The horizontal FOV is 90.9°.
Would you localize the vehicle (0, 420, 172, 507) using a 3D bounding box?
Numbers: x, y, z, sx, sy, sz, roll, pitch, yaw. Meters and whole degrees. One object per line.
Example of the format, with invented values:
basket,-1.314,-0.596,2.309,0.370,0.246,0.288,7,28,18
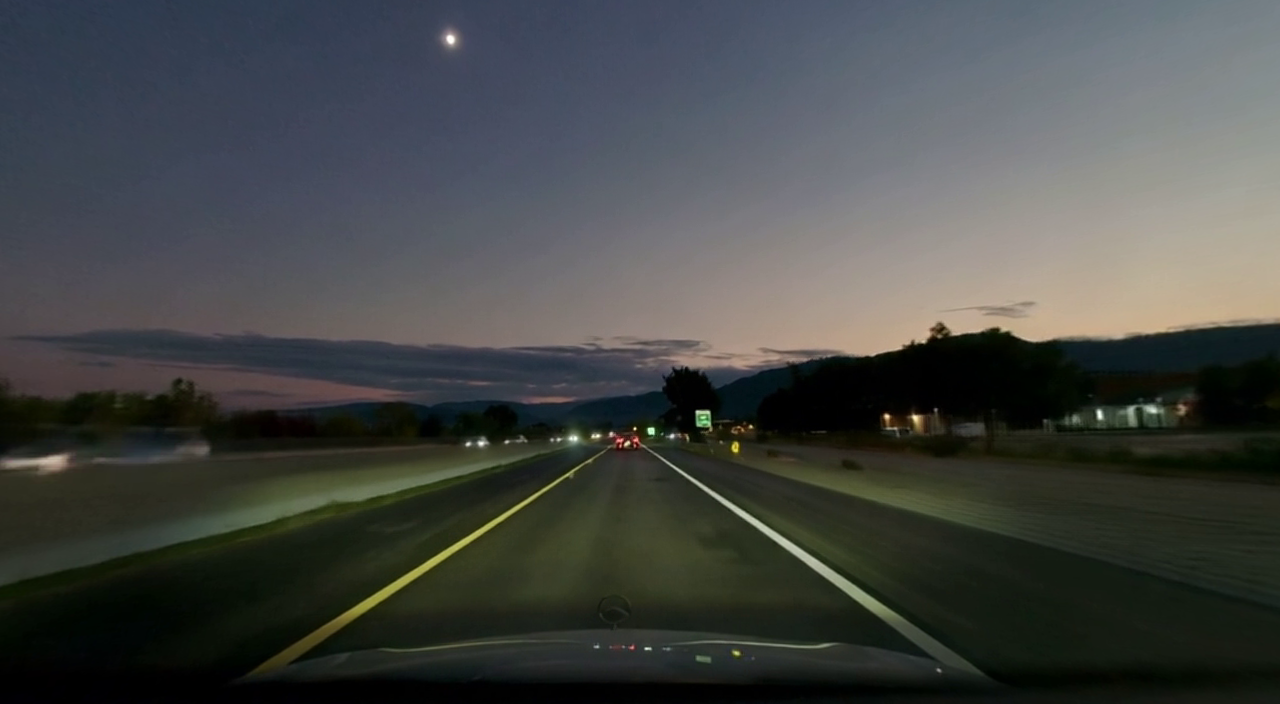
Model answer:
vehicle,-12.888,2.324,13.612,1.998,1.592,4.662,0,-8,-1
